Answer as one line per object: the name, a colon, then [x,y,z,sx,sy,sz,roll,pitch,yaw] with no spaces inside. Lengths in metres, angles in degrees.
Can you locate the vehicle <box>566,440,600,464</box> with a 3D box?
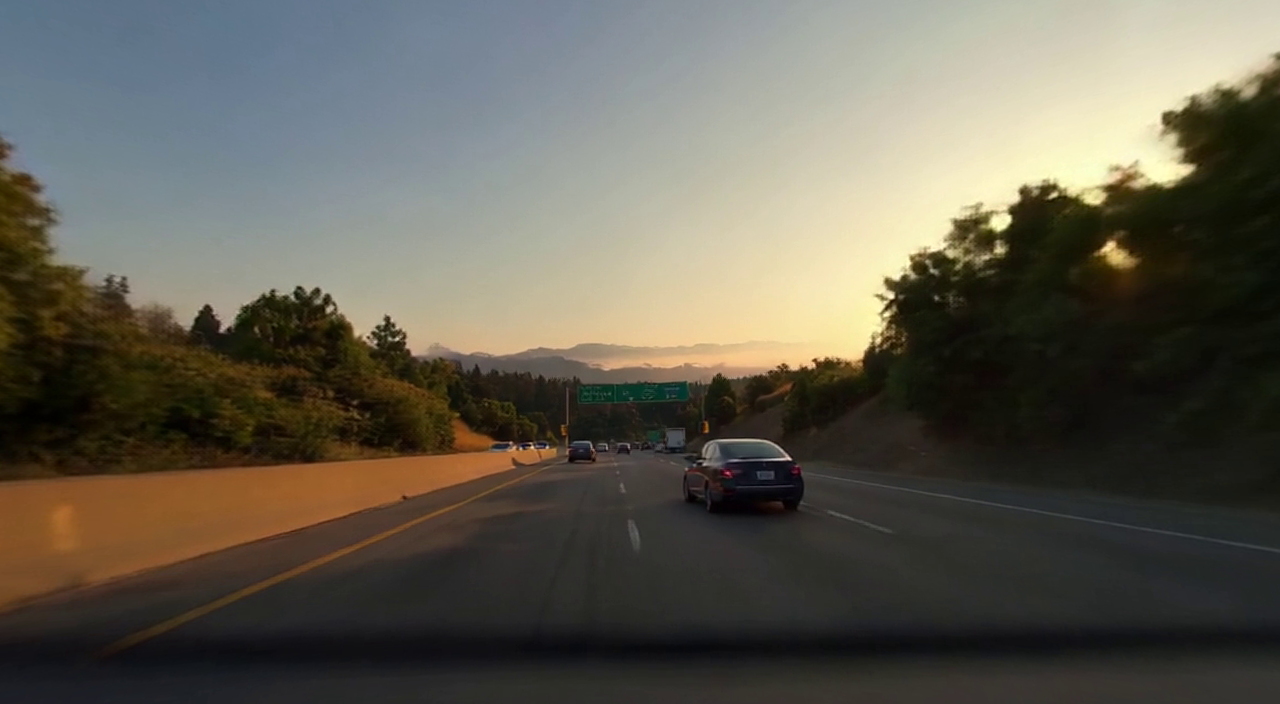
vehicle: [-3.656,6.459,41.017,2.055,1.466,4.317,0,-8,-3]

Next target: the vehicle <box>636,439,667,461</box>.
vehicle: [0.823,7.221,46.693,1.995,1.556,3.893,1,-8,-4]

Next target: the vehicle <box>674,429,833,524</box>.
vehicle: [1.965,2.328,12.559,1.961,1.495,4.743,1,-8,-4]
